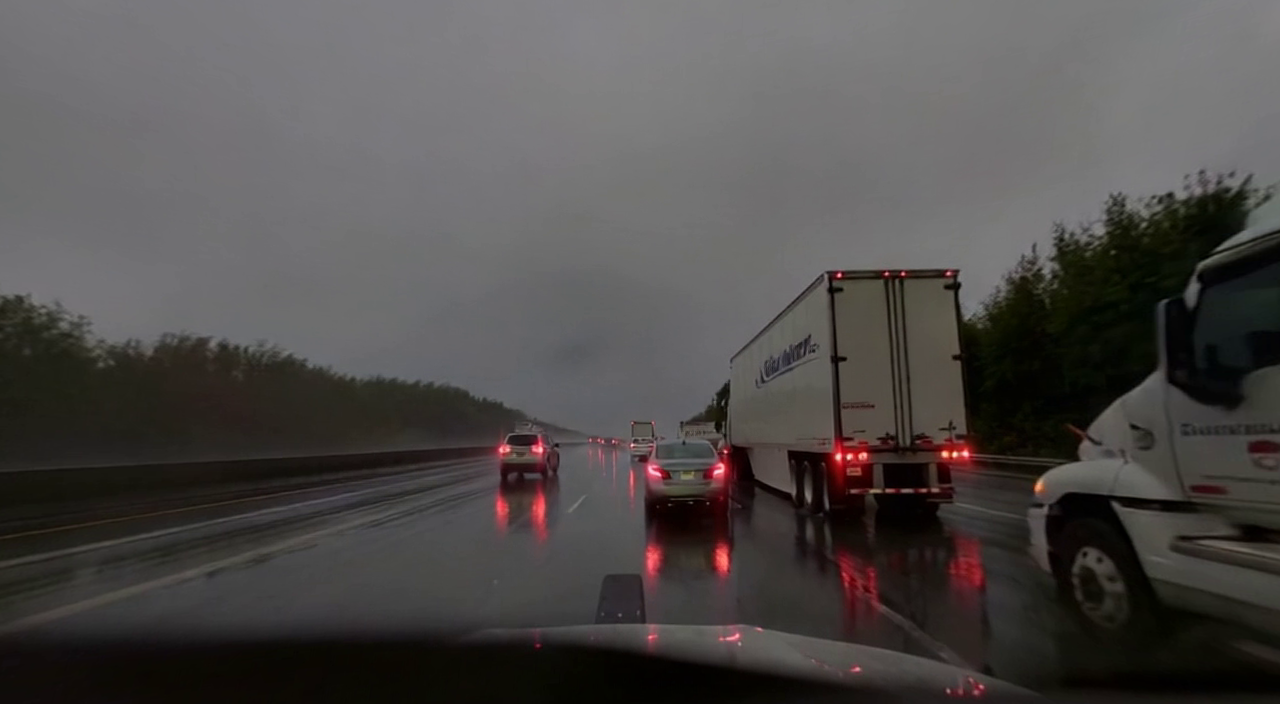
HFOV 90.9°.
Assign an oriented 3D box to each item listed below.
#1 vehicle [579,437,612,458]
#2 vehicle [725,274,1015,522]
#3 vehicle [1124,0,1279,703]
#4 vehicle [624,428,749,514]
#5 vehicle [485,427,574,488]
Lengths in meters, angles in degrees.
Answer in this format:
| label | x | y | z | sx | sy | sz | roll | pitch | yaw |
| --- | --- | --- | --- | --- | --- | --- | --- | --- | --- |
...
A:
| label | x | y | z | sx | sy | sz | roll | pitch | yaw |
| --- | --- | --- | --- | --- | --- | --- | --- | --- | --- |
| vehicle | -3.439 | 7.533 | 49.836 | 2.181 | 1.538 | 4.169 | 0 | -8 | 1 |
| vehicle | 4.693 | 1.670 | 17.542 | 2.883 | 4.070 | 14.423 | 0 | -8 | 1 |
| vehicle | 4.499 | -0.565 | 0.659 | 2.981 | 3.988 | 6.053 | 0 | -8 | 0 |
| vehicle | 0.809 | 2.395 | 13.285 | 2.200 | 1.495 | 4.282 | 0 | -8 | 0 |
| vehicle | -3.401 | 3.316 | 20.325 | 2.006 | 1.729 | 4.447 | 0 | -8 | 1 |
